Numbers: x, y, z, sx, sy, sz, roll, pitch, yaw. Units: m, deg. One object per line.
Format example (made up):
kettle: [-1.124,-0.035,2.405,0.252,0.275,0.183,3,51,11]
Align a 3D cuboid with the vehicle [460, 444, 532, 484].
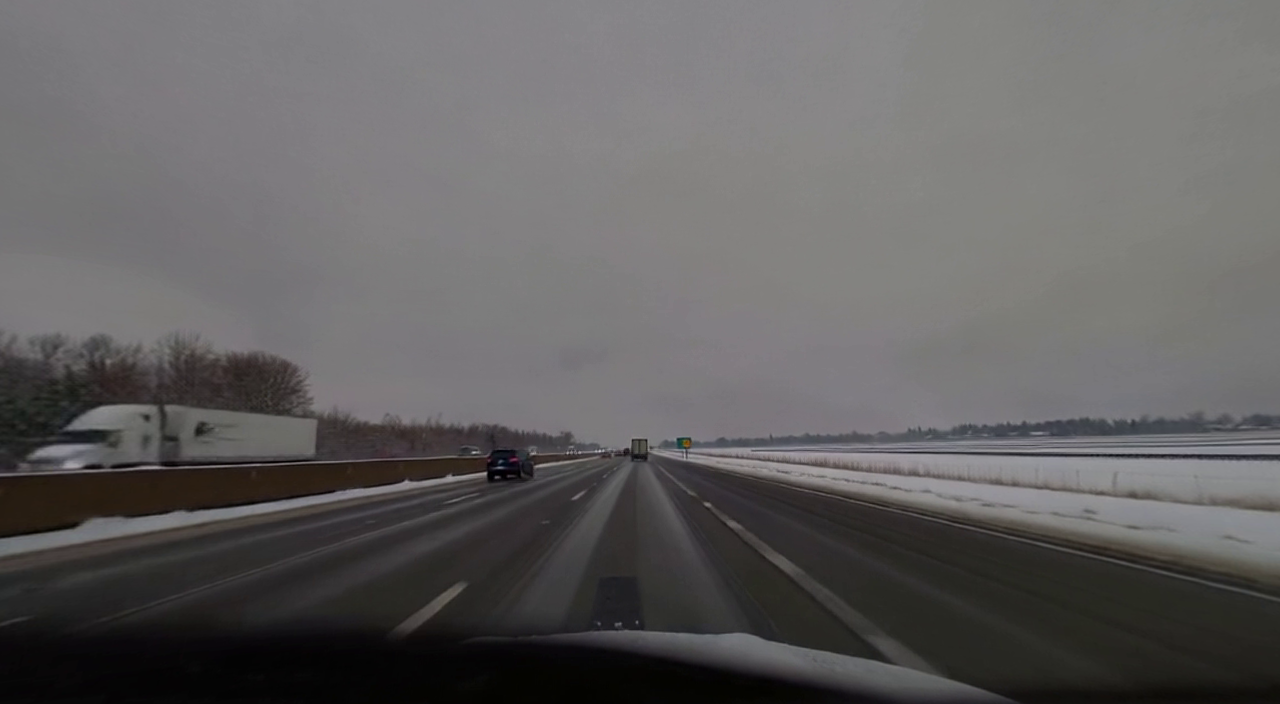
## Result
vehicle: [-6.608,5.198,29.614,2.234,1.698,4.634,0,-9,1]

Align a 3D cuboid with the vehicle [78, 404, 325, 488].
vehicle: [-24.316,5.648,37.445,3.210,3.820,16.949,0,-9,-2]
